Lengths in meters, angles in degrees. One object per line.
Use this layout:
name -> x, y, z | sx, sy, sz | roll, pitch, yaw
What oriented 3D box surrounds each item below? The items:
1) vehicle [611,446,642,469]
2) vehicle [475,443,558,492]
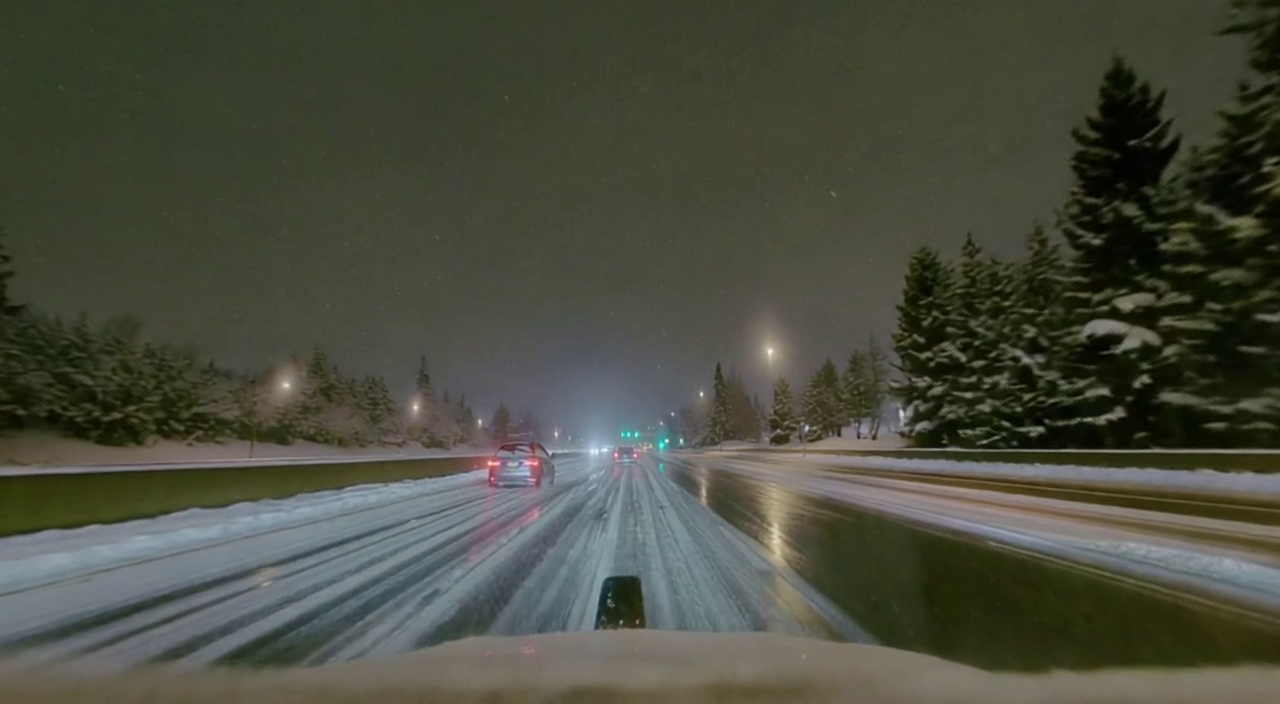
vehicle -> -0.881, 7.145, 42.941 | 1.997, 1.485, 4.094 | 0, -9, -1
vehicle -> -4.030, 3.839, 21.438 | 1.886, 1.465, 4.625 | 0, -9, 0
